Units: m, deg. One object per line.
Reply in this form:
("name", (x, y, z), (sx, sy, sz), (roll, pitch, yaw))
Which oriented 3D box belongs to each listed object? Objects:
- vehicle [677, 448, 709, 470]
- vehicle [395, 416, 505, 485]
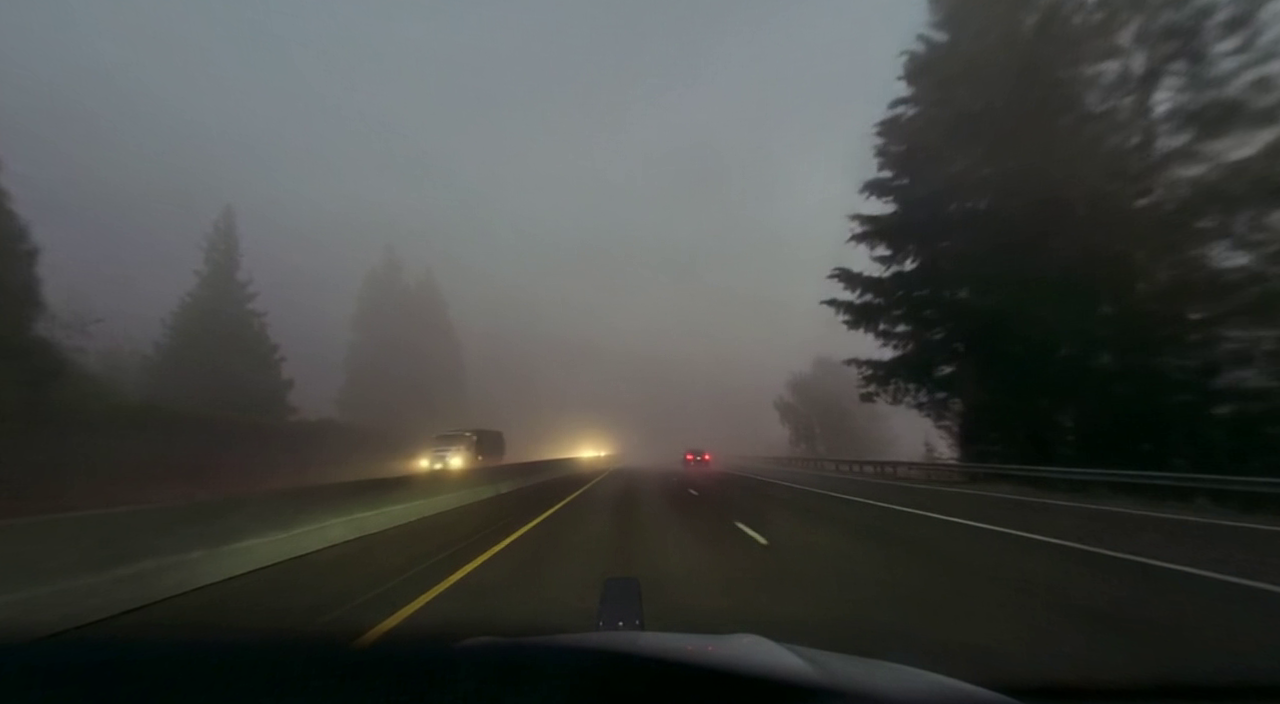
("vehicle", (4.024, 8.120, 48.185), (2.013, 1.584, 3.995), (0, -9, -1))
("vehicle", (-12.733, 6.919, 44.267), (3.267, 4.040, 13.923), (0, -9, 0))
